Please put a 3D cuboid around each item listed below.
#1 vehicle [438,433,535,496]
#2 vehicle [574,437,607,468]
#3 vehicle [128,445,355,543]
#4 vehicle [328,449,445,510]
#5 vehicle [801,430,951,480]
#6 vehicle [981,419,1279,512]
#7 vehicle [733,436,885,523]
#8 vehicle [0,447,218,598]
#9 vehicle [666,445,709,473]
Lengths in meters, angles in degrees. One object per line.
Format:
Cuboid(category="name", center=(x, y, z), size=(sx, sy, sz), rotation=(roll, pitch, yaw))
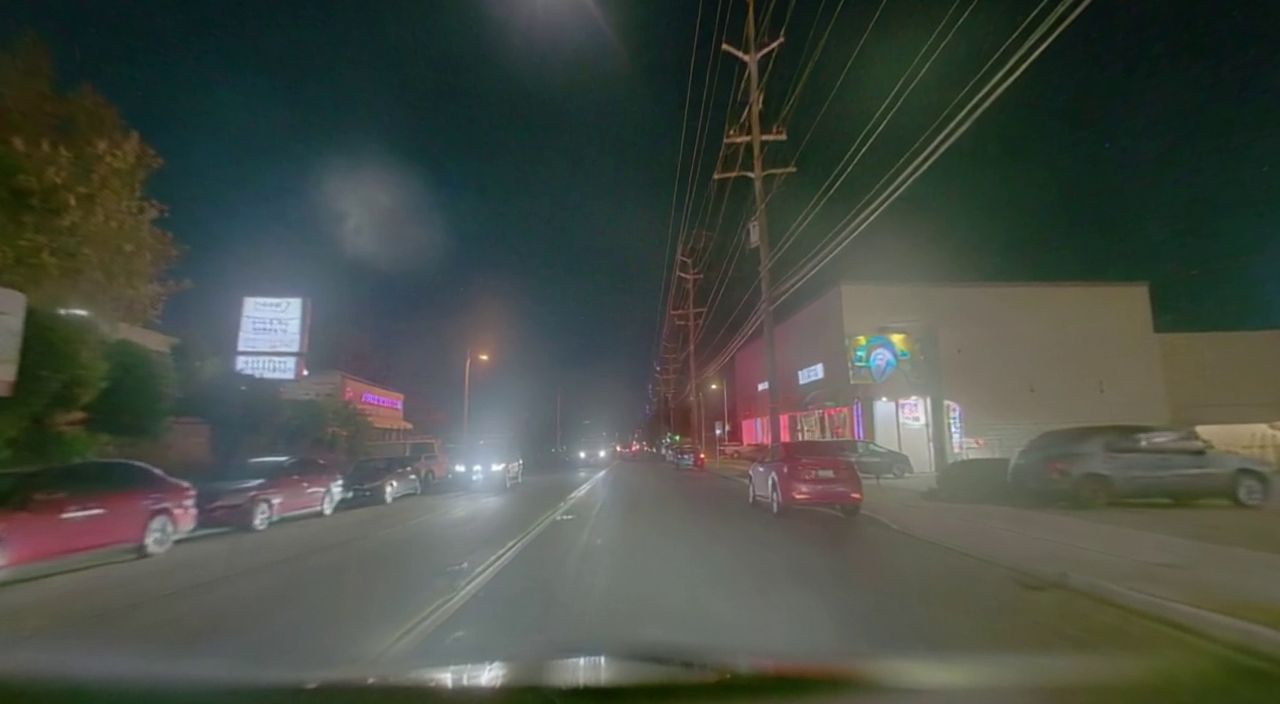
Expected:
Cuboid(category="vehicle", center=(-5.272, 3.934, 22.345), size=(2.152, 1.918, 4.217), rotation=(-3, -9, 4))
Cuboid(category="vehicle", center=(-3.392, 6.980, 43.890), size=(2.115, 2.065, 4.452), rotation=(0, -9, -2))
Cuboid(category="vehicle", center=(-8.745, 3.085, 14.582), size=(2.009, 1.684, 5.009), rotation=(-2, -8, 0))
Cuboid(category="vehicle", center=(-8.368, 4.212, 21.412), size=(1.791, 1.622, 5.056), rotation=(-3, -8, 2))
Cuboid(category="vehicle", center=(10.295, 4.561, 27.993), size=(5.684, 2.112, 2.321), rotation=(0, -9, 3))
Cuboid(category="vehicle", center=(9.805, 2.199, 12.428), size=(5.084, 1.641, 1.848), rotation=(0, -9, -2))
Cuboid(category="vehicle", center=(3.533, 2.784, 14.359), size=(2.136, 1.586, 4.919), rotation=(0, -9, 1))
Cuboid(category="vehicle", center=(-8.465, 2.173, 8.570), size=(2.113, 1.665, 5.062), rotation=(0, -8, -2))
Cuboid(category="vehicle", center=(2.951, 6.454, 38.324), size=(2.261, 1.503, 4.695), rotation=(-2, -8, 8))
